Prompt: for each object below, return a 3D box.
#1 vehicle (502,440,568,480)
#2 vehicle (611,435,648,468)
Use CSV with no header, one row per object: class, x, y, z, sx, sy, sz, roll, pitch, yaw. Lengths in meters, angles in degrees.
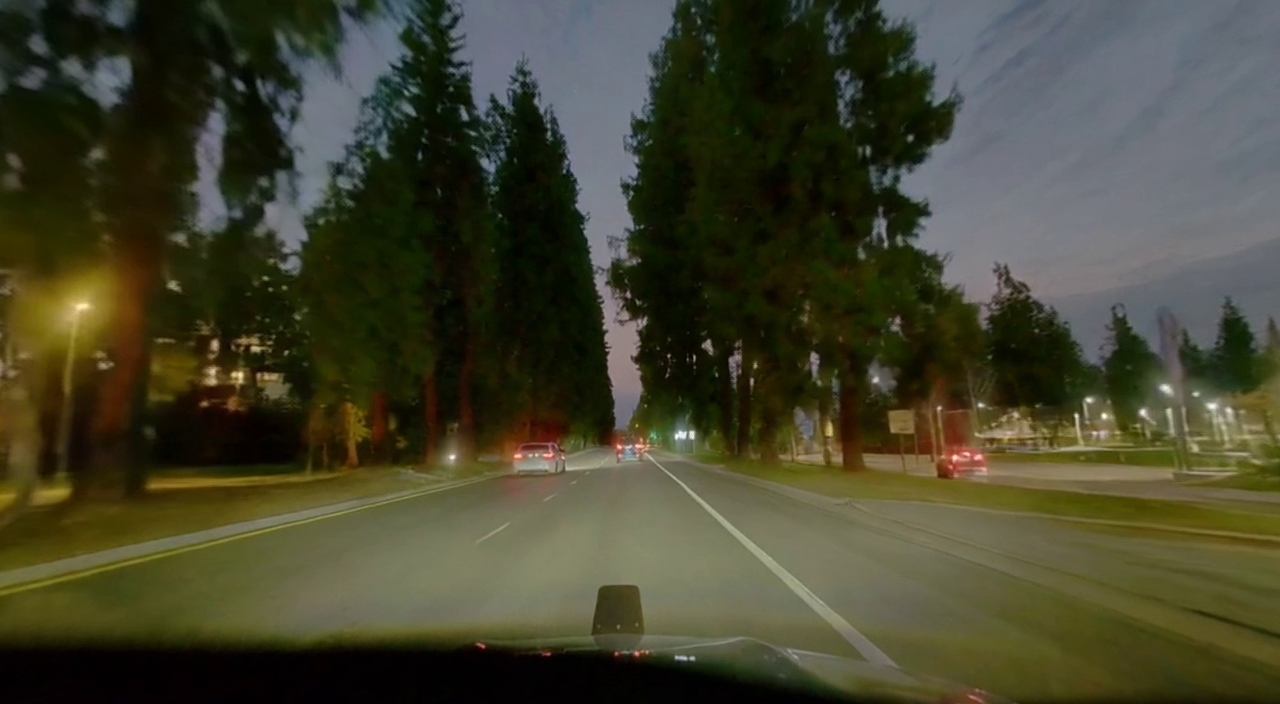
vehicle,-4.171,4.361,25.776,1.917,1.448,4.178,0,-8,0
vehicle,-0.597,5.632,35.997,2.018,1.769,3.897,0,-8,-1
